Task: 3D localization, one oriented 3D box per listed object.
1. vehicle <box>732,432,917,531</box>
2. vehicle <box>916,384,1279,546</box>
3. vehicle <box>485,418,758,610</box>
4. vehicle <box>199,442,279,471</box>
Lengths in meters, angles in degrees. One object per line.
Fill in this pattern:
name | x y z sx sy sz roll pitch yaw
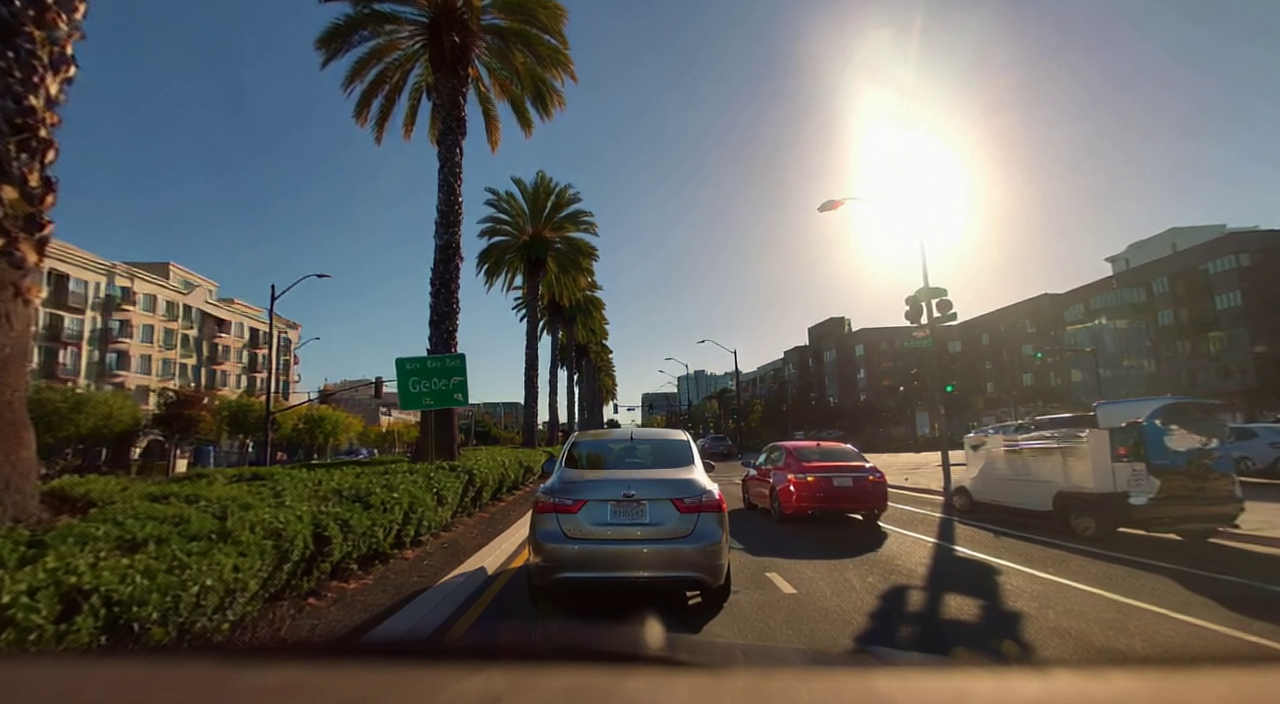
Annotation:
vehicle | 3.081 2.263 11.671 1.925 1.451 4.436 0 -8 -2
vehicle | 7.176 1.858 10.970 2.254 2.072 5.577 0 -8 1
vehicle | -0.159 1.581 7.035 2.158 1.498 3.919 0 -8 0
vehicle | -28.344 7.376 44.893 2.115 1.884 5.481 0 -8 0
